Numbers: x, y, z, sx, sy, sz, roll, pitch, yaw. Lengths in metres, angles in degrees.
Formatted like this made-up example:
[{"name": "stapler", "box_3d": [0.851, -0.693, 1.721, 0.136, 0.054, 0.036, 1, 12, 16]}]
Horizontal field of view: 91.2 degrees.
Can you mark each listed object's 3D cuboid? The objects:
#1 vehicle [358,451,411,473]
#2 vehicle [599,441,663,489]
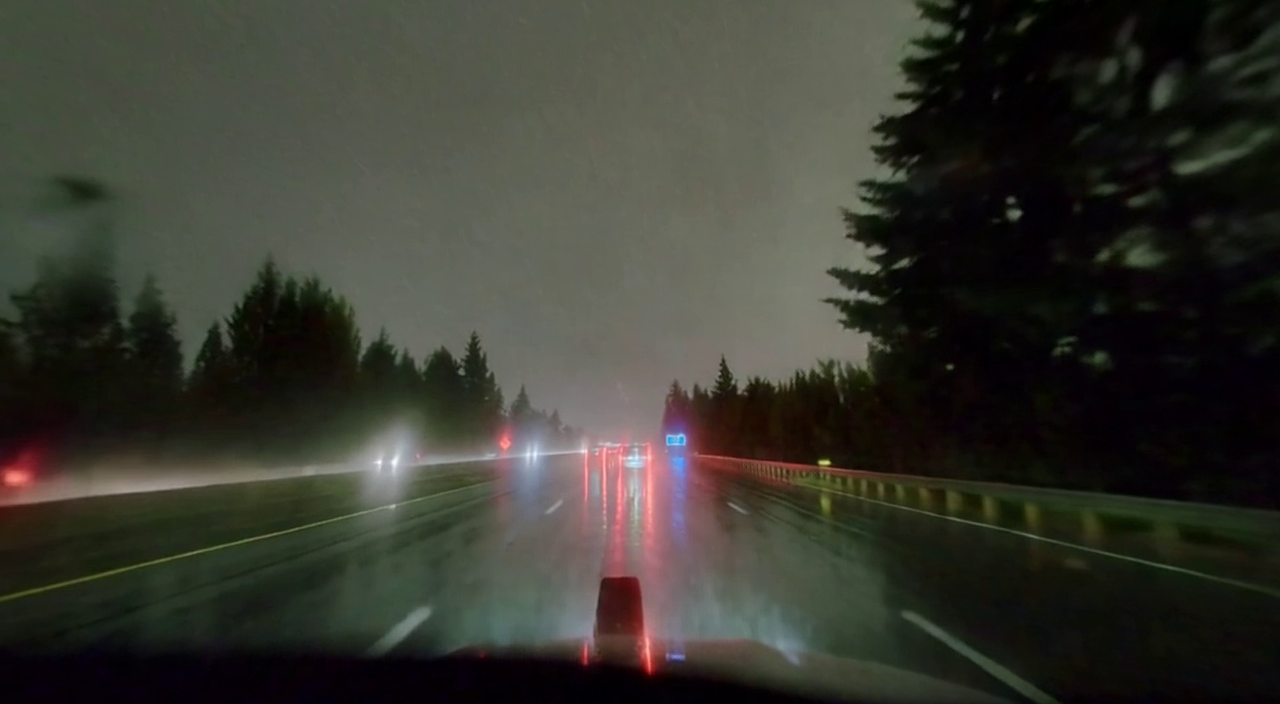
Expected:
[{"name": "vehicle", "box_3d": [-17.959, 7.716, 44.262, 1.842, 1.451, 4.524, -1, -9, 0]}, {"name": "vehicle", "box_3d": [-0.318, 3.934, 22.105, 2.066, 1.490, 3.759, -1, -9, -1]}]
